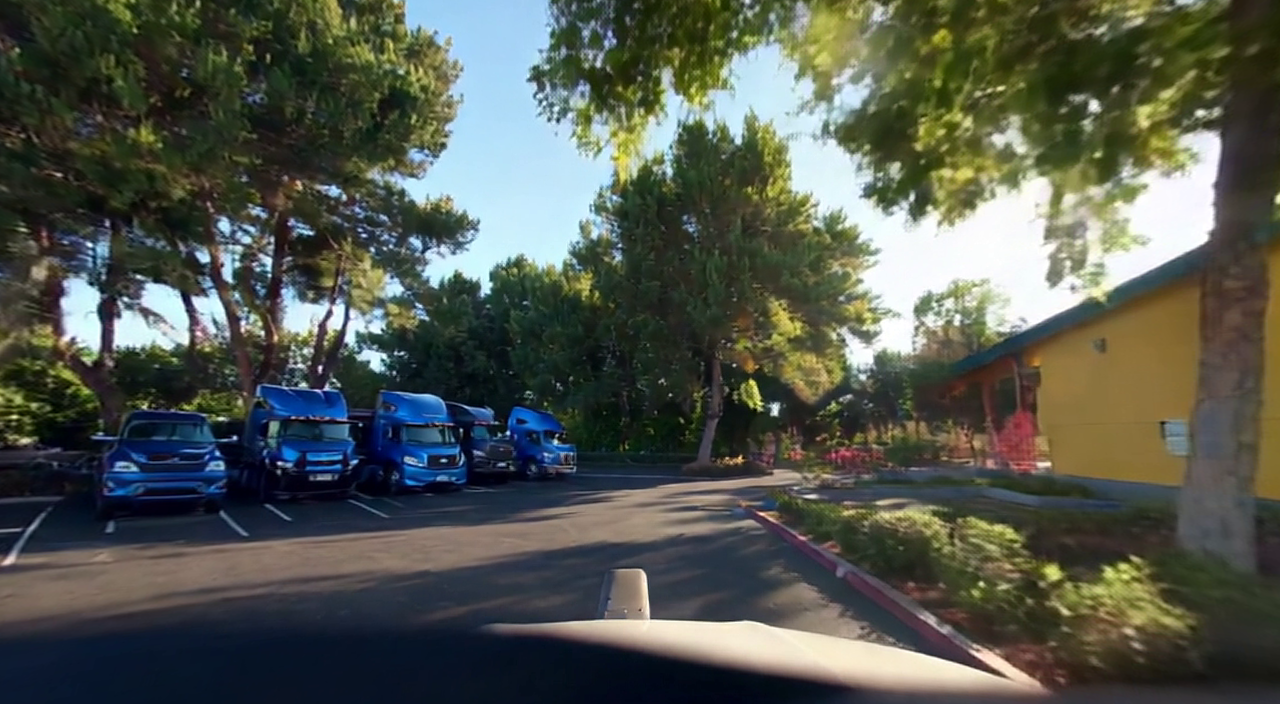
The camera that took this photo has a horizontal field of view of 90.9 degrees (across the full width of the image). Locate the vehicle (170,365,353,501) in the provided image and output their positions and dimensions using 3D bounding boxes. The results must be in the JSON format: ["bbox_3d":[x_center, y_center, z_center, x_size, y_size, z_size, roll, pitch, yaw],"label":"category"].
[{"bbox_3d":[-14.325,3.115,23.184,3.038,3.871,11.512,8,-12,-43],"label":"vehicle"}]

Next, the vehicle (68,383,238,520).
[{"bbox_3d":[-13.887,2.772,17.675,2.674,3.007,7.819,8,-12,-43],"label":"vehicle"}]

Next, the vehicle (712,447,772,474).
[{"bbox_3d":[6.003,6.309,36.904,1.809,1.506,3.473,-8,-12,42],"label":"vehicle"}]

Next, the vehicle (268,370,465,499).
[{"bbox_3d":[-11.387,3.423,25.191,2.948,4.069,11.906,8,-12,-44],"label":"vehicle"}]
